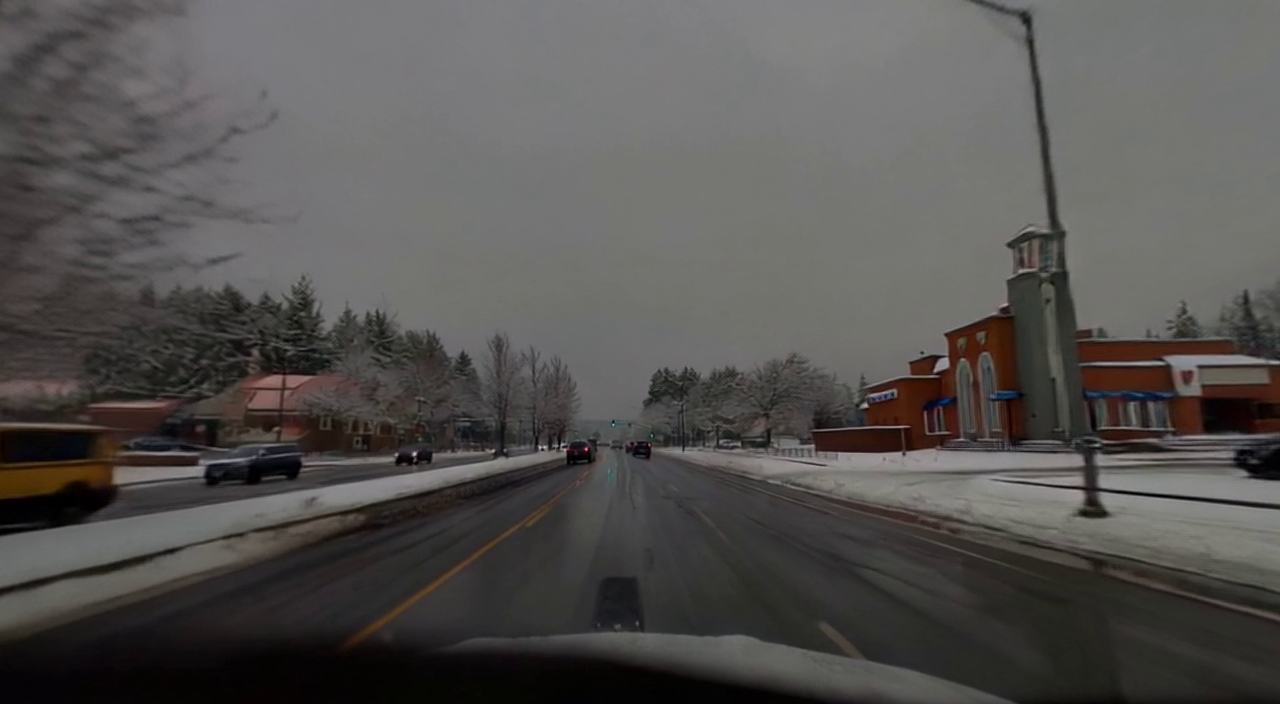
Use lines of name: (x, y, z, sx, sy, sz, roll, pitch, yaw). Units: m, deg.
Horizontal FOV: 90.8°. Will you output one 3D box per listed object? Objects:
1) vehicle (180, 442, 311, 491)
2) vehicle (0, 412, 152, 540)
vehicle: (-15.113, 4.372, 24.610, 2.011, 1.655, 5.029, -1, -8, -2)
vehicle: (-10.980, 2.013, 10.193, 2.229, 1.957, 5.057, -2, -8, -1)
